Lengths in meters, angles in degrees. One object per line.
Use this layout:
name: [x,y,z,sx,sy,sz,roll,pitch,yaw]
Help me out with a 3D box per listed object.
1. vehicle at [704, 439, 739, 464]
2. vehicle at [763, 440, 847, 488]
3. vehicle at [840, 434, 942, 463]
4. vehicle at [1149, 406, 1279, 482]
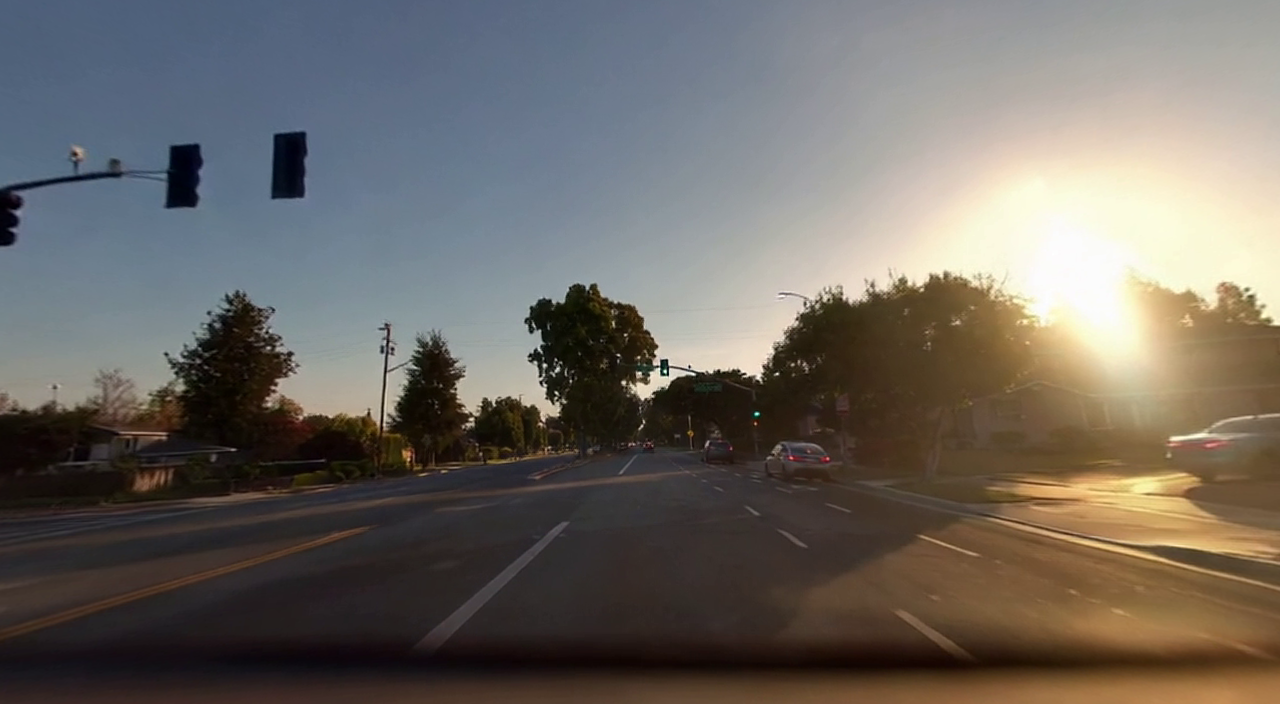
vehicle: [6.064,7.482,47.509,2.026,1.754,4.565,0,-8,0]
vehicle: [5.760,3.947,22.595,1.855,1.520,4.808,0,-8,2]
vehicle: [12.911,4.977,32.566,4.461,1.461,1.805,0,-8,-1]
vehicle: [14.480,2.096,14.469,3.769,1.598,1.987,0,-8,0]
